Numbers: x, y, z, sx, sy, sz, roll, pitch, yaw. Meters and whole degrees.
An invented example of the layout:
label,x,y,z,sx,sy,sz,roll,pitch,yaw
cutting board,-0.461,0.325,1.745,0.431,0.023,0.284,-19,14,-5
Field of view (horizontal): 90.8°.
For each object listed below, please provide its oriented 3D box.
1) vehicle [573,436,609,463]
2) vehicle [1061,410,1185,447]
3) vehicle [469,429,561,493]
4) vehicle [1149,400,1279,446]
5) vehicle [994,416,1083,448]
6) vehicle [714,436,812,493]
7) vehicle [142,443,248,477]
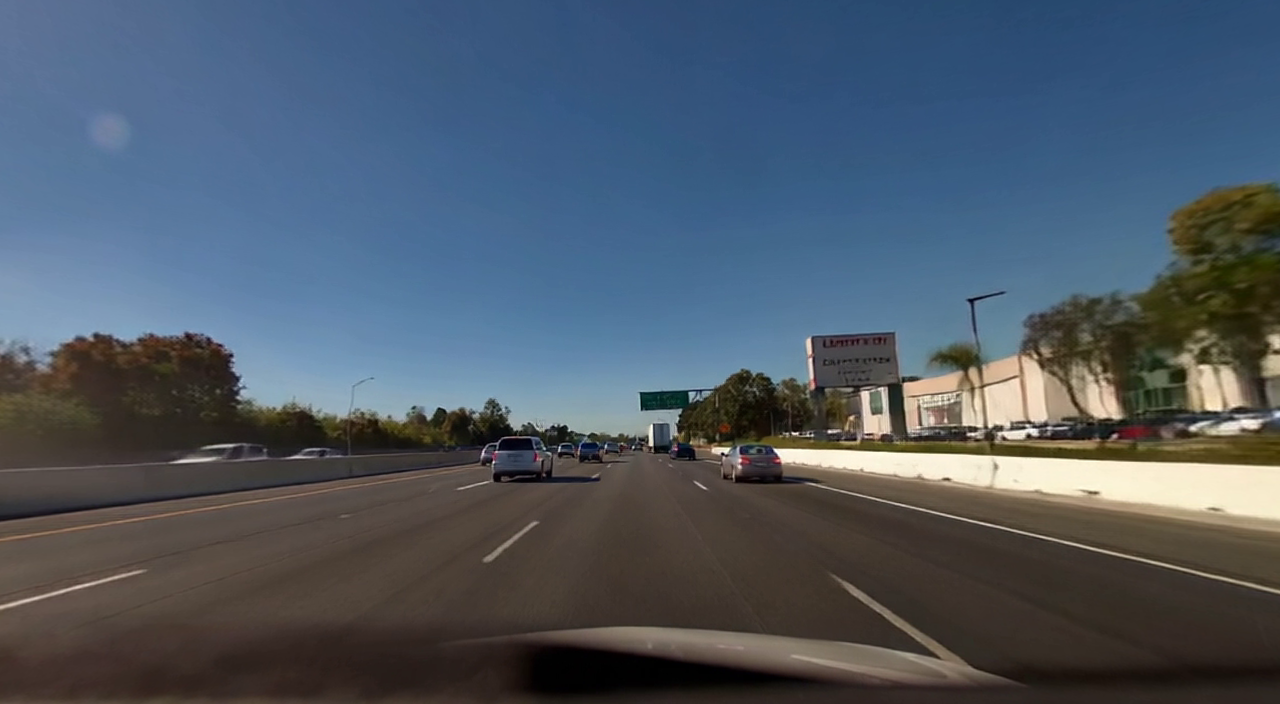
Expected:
label,x,y,z,sx,sy,sz,roll,pitch,yaw
vehicle,-3.712,7.558,49.084,2.410,1.981,5.355,0,-8,0
vehicle,27.649,4.507,36.559,2.202,1.863,6.272,-1,-9,0
vehicle,-3.805,3.407,20.086,1.987,1.765,4.508,0,-8,0
vehicle,27.724,3.446,29.920,2.235,1.862,5.983,-1,-9,0
vehicle,27.539,5.655,43.974,2.031,1.963,6.154,-2,-9,-1
vehicle,3.634,3.415,19.590,1.957,1.510,4.643,0,-8,-2
vehicle,-21.015,5.086,30.084,1.878,1.500,4.292,0,-8,0
